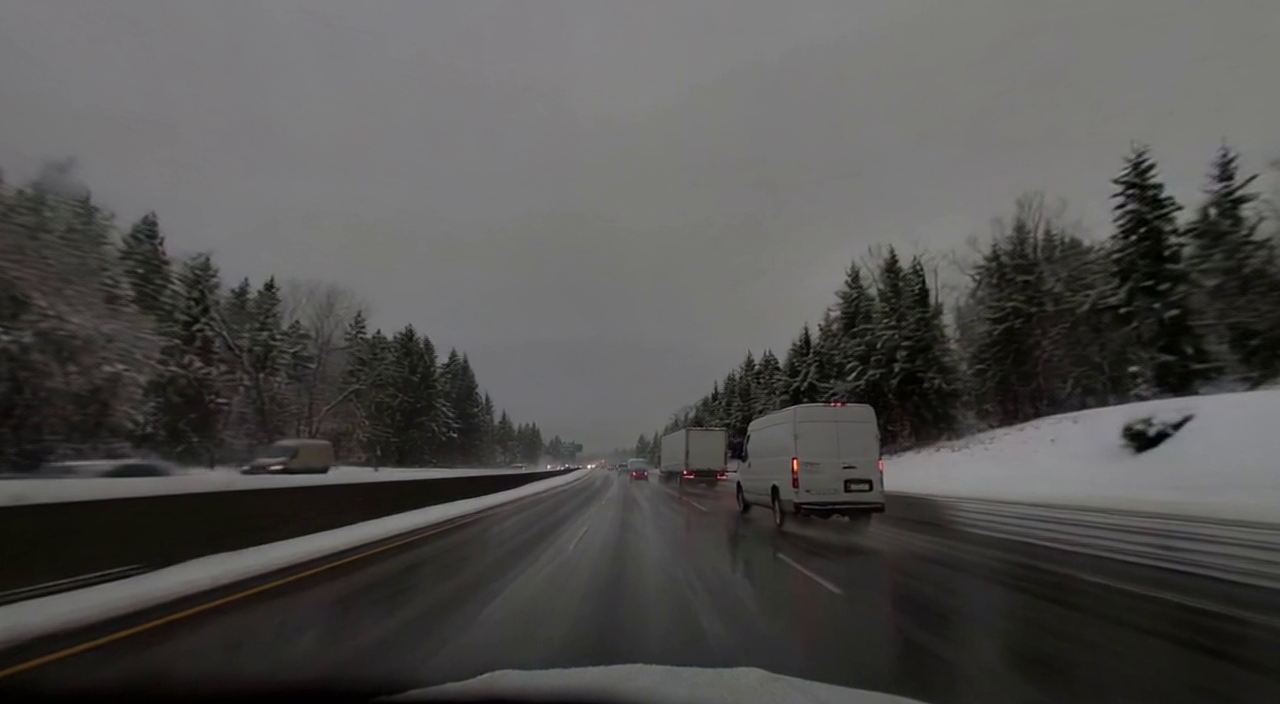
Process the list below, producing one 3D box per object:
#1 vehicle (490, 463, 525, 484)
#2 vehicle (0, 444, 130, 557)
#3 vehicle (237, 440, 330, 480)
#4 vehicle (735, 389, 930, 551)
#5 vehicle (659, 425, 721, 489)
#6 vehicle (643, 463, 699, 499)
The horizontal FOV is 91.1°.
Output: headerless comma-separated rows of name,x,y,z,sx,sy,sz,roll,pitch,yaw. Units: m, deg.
vehicle,-10.028,9.216,47.831,1.866,1.458,4.041,1,-10,-1
vehicle,-9.395,1.885,7.952,1.913,1.466,4.660,1,-10,0
vehicle,-21.287,6.532,37.847,2.411,2.215,5.380,1,-10,-1
vehicle,3.590,2.435,13.150,2.291,2.639,5.280,1,-10,-1
vehicle,3.463,8.091,47.761,2.897,4.071,14.327,1,-10,-3
vehicle,1.333,5.847,28.690,2.081,1.453,4.300,1,-10,-3
